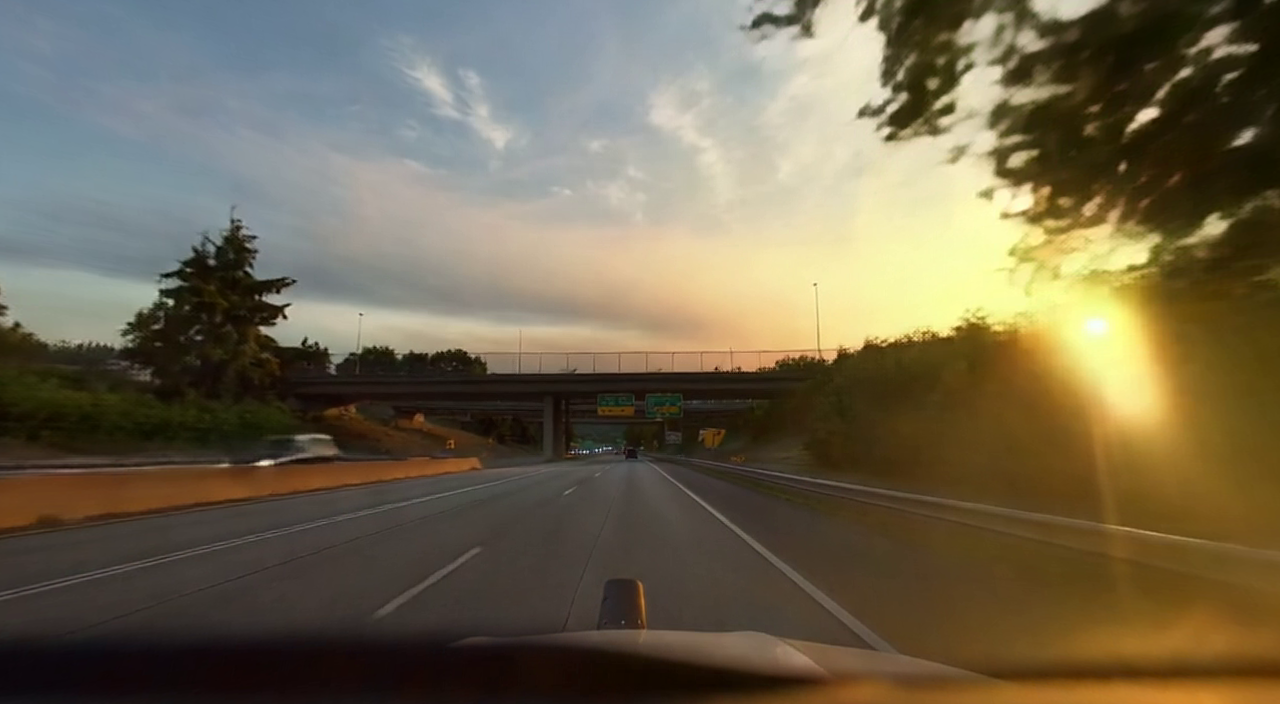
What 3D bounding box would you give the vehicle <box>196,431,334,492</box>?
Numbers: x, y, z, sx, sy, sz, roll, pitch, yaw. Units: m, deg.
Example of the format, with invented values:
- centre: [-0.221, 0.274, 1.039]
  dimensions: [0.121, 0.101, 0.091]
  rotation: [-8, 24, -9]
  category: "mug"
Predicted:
- centre: [-12.169, 3.581, 20.859]
  dimensions: [1.869, 1.751, 4.427]
  rotation: [0, -9, -1]
  category: "vehicle"
